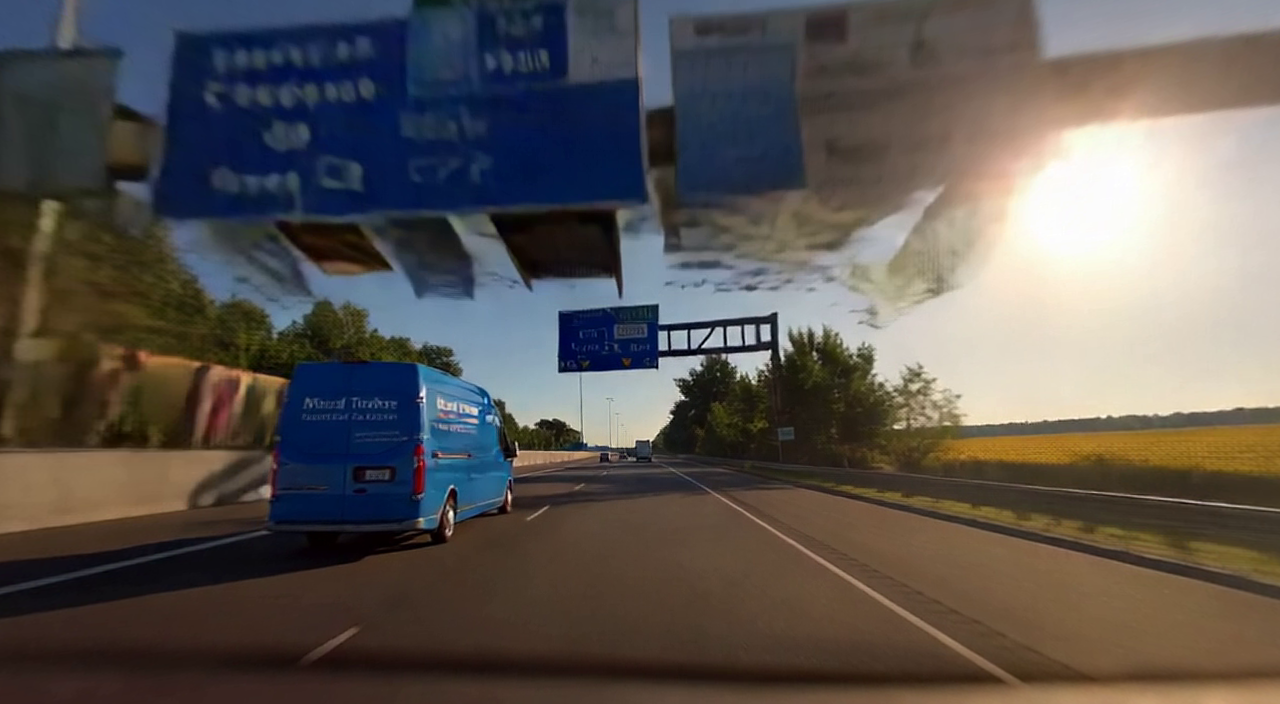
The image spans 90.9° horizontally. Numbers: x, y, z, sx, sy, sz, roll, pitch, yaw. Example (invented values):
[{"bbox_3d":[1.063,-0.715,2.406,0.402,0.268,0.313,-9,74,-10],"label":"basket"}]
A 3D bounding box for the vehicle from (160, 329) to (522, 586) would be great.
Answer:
[{"bbox_3d":[-3.701,1.583,10.032,2.320,2.636,7.021,0,-9,0],"label":"vehicle"}]
